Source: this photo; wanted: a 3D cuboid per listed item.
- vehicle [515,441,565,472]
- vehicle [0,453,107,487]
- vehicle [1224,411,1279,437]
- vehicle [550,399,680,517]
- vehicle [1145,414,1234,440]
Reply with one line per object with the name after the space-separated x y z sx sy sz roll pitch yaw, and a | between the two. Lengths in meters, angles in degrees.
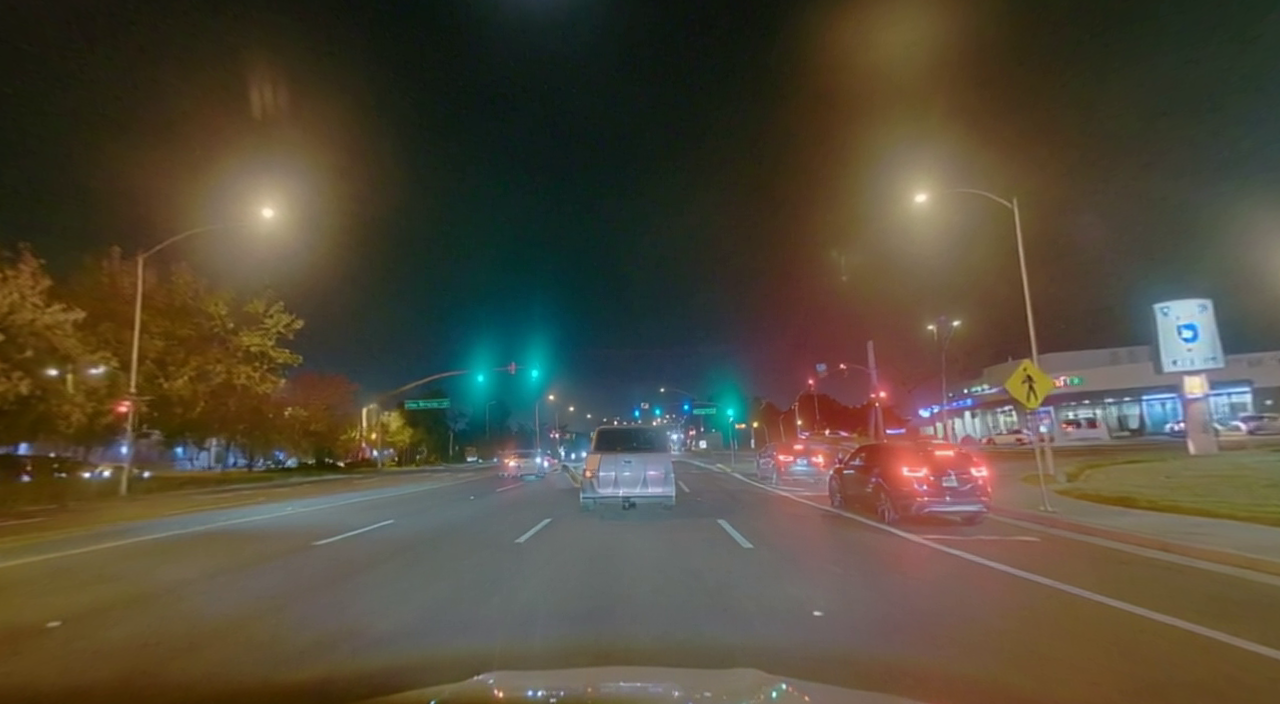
-6.027 6.367 38.476 2.068 1.750 4.361 -1 -8 3 | vehicle
-36.279 7.122 38.064 5.755 1.945 2.403 0 -8 -2 | vehicle
45.389 5.162 45.300 4.522 1.786 2.023 -6 -10 35 | vehicle
-0.443 2.358 14.422 2.350 2.122 5.801 0 -8 0 | vehicle
39.225 5.349 45.104 4.556 1.639 2.002 -2 -8 34 | vehicle
